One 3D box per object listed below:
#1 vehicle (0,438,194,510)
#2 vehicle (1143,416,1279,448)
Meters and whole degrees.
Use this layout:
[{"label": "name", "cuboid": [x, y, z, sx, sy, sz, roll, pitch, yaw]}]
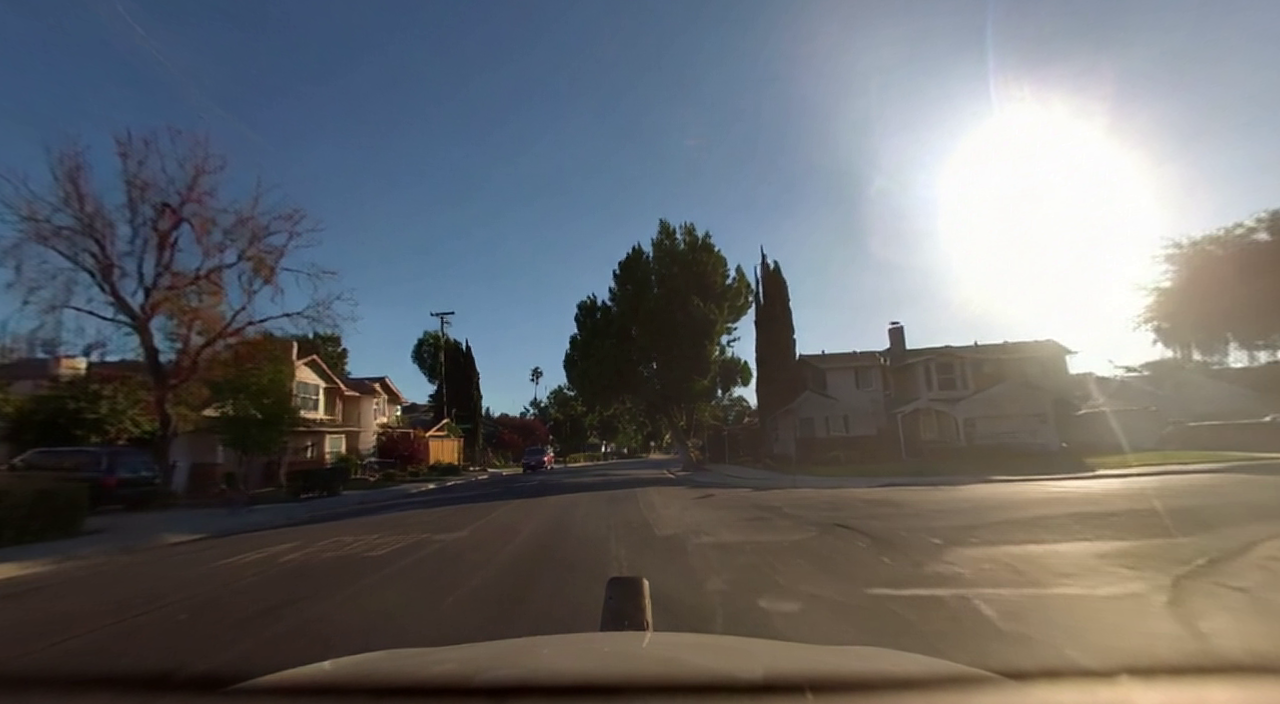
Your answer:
[{"label": "vehicle", "cuboid": [-15.188, 3.201, 16.822, 4.837, 1.785, 2.115, 0, -8, -3]}, {"label": "vehicle", "cuboid": [27.766, 3.975, 30.846, 1.845, 1.450, 4.991, 1, -8, -6]}]
